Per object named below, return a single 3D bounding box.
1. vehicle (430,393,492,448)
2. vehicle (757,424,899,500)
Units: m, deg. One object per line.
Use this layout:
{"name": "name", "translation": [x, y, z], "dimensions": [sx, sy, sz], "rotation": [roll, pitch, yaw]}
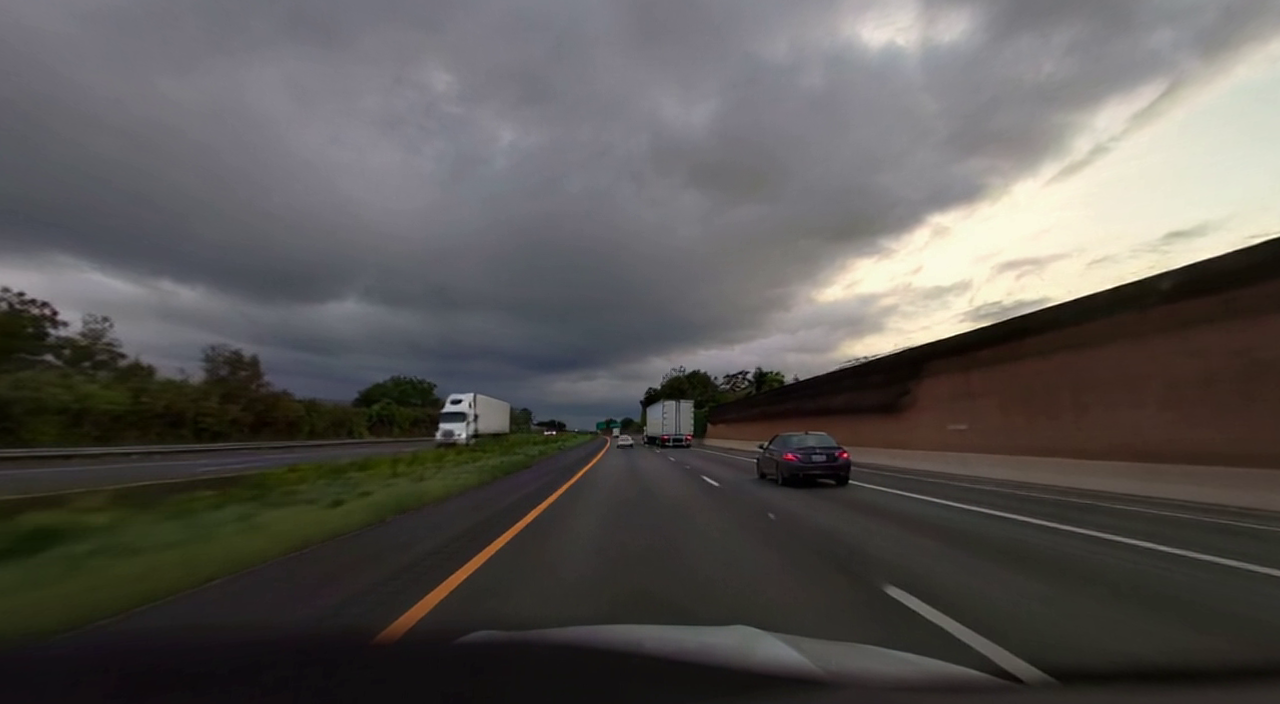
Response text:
{"name": "vehicle", "translation": [-13.719, 5.349, 48.827], "dimensions": [2.972, 3.920, 6.688], "rotation": [0, -7, -2]}
{"name": "vehicle", "translation": [4.059, 2.410, 14.425], "dimensions": [1.813, 1.454, 4.197], "rotation": [0, -7, -2]}
